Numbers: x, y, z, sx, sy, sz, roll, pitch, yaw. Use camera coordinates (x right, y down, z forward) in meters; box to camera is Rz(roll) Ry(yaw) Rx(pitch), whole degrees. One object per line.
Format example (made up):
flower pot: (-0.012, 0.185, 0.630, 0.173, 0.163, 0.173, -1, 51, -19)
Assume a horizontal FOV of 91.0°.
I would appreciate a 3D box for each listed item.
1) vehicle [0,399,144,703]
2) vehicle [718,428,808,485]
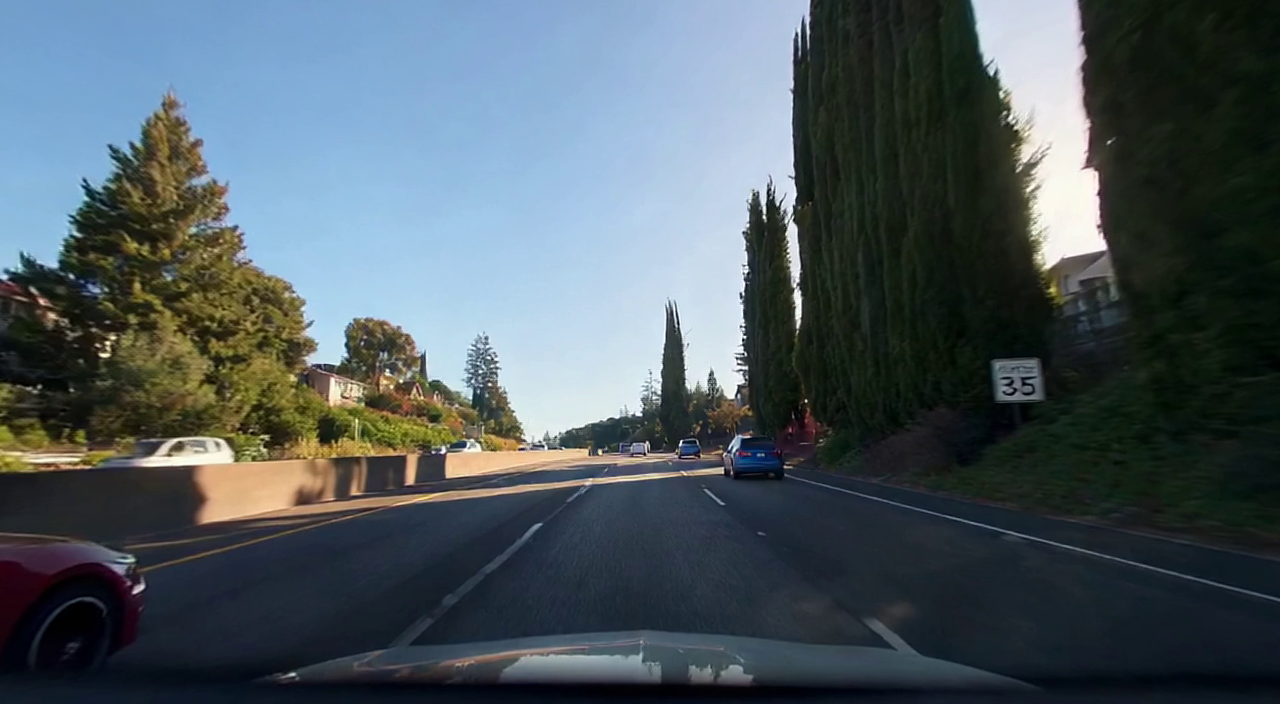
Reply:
vehicle: (-3.794, 0.751, 1.218, 2.036, 1.528, 4.400, 0, -9, 0)
vehicle: (3.952, 3.442, 20.952, 2.092, 1.686, 4.188, 0, -9, -1)
